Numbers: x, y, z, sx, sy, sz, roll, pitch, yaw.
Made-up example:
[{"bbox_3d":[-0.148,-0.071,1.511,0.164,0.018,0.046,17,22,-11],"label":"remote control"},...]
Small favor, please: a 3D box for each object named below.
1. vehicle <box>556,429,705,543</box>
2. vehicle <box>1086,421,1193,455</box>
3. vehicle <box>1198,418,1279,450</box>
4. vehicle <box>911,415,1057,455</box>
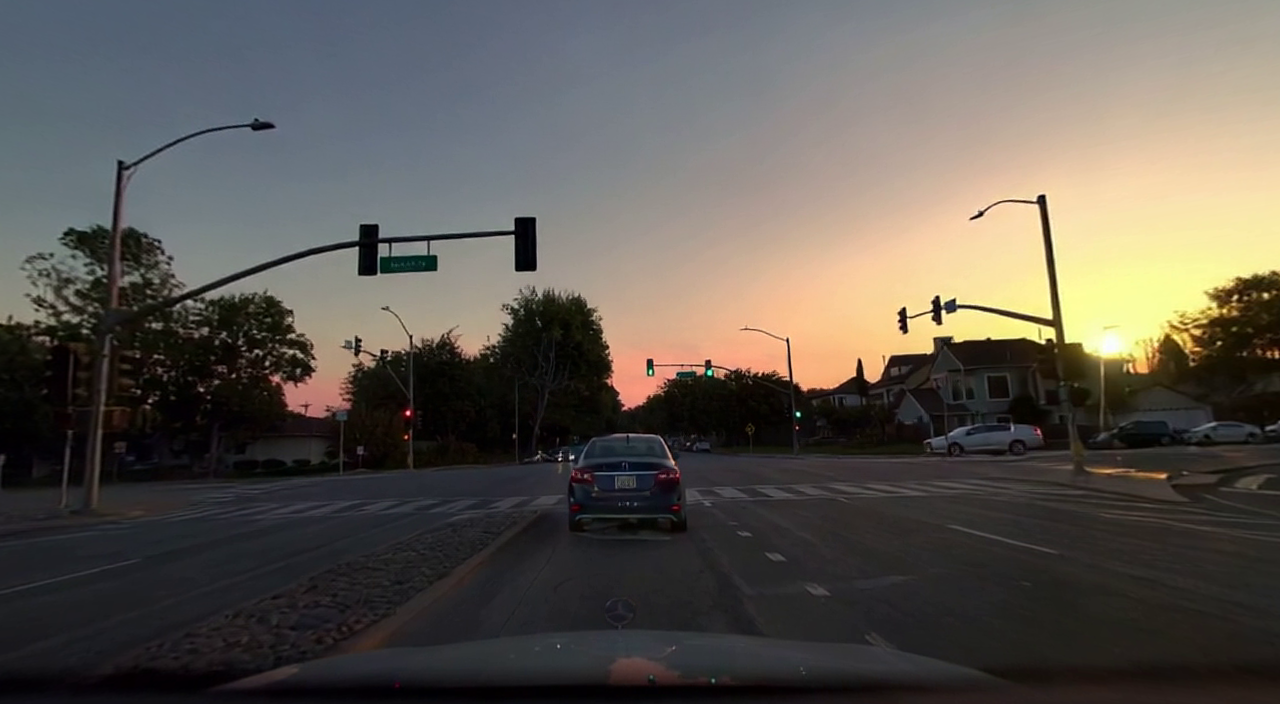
[{"bbox_3d":[0.049,2.156,10.894,2.074,1.570,3.647,0,-8,7],"label":"vehicle"},{"bbox_3d":[28.658,4.944,36.326,4.557,1.899,1.996,0,-9,-5],"label":"vehicle"},{"bbox_3d":[35.927,4.799,36.901,4.735,1.784,2.094,1,-7,-3],"label":"vehicle"},{"bbox_3d":[17.956,4.369,33.271,6.025,2.000,2.876,0,-7,-2],"label":"vehicle"}]
